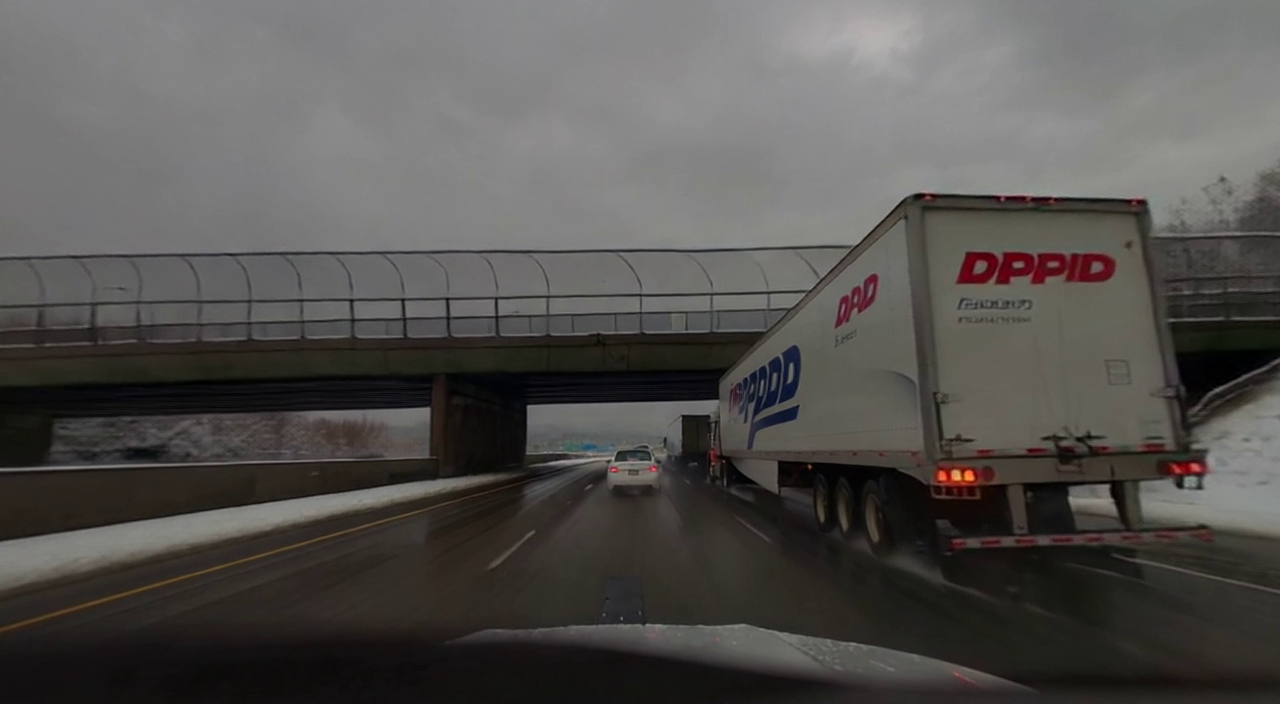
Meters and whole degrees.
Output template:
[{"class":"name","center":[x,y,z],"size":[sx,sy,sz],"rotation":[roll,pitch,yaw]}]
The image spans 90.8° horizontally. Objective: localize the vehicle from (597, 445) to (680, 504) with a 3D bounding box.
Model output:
[{"class":"vehicle","center":[-0.041,3.342,17.538],"size":[2.029,1.437,3.794],"rotation":[0,-9,0]}]

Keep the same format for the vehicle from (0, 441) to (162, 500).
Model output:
[{"class":"vehicle","center":[-17.162,3.538,19.156],"size":[1.931,1.569,4.277],"rotation":[0,-9,-1]}]

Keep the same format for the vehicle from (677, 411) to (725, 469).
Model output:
[{"class":"vehicle","center":[4.538,6.872,48.692],"size":[2.801,4.039,8.684],"rotation":[0,-9,0]}]

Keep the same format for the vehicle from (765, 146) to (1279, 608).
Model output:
[{"class":"vehicle","center":[4.166,0.748,9.470],"size":[2.802,3.956,8.291],"rotation":[0,-9,0]}]
